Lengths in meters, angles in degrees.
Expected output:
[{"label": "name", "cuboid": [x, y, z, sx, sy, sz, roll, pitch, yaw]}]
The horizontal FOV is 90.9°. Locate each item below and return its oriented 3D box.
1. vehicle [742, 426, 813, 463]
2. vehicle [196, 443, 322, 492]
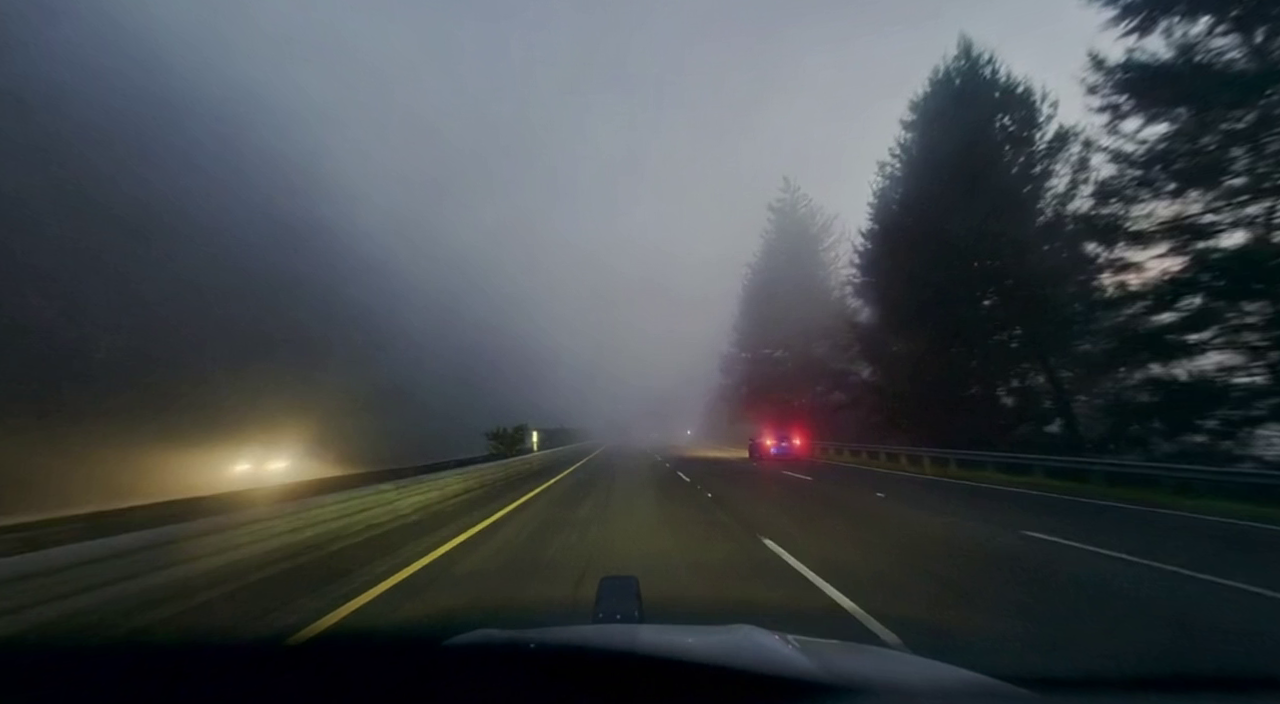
[{"label": "vehicle", "cuboid": [6.807, 4.647, 31.833, 2.273, 1.698, 4.863, 0, -8, -3]}, {"label": "vehicle", "cuboid": [-13.204, 3.982, 22.176, 1.912, 1.520, 4.057, 0, -8, -1]}]
